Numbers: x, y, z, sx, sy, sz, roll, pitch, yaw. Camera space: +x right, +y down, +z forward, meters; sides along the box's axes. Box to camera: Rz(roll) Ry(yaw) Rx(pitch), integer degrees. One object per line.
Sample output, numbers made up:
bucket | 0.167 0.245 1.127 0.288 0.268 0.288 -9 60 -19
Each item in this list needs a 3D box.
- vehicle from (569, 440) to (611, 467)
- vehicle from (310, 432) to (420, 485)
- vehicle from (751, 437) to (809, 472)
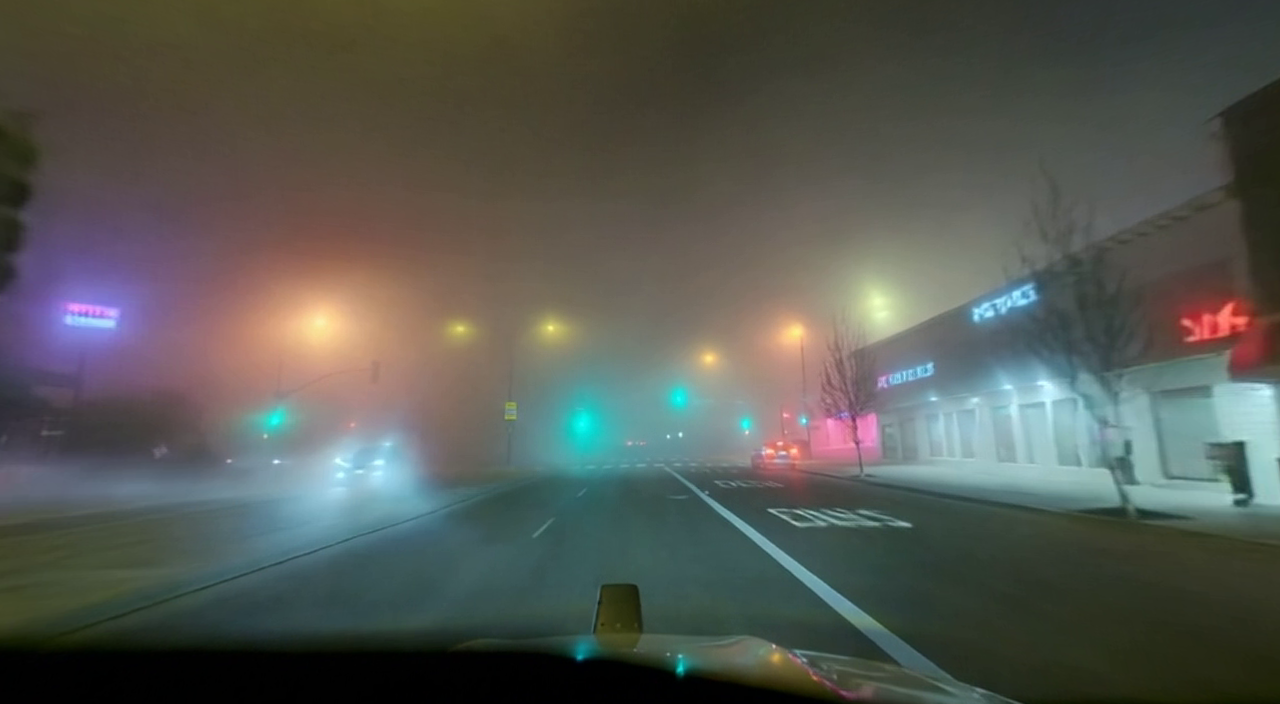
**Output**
vehicle | -2.834 5.886 36.588 2.078 1.471 4.217 0 -8 0
vehicle | -10.318 4.022 24.061 2.155 1.830 4.564 0 -8 -1
vehicle | 7.255 5.343 33.026 1.950 1.686 4.509 0 -8 -1
